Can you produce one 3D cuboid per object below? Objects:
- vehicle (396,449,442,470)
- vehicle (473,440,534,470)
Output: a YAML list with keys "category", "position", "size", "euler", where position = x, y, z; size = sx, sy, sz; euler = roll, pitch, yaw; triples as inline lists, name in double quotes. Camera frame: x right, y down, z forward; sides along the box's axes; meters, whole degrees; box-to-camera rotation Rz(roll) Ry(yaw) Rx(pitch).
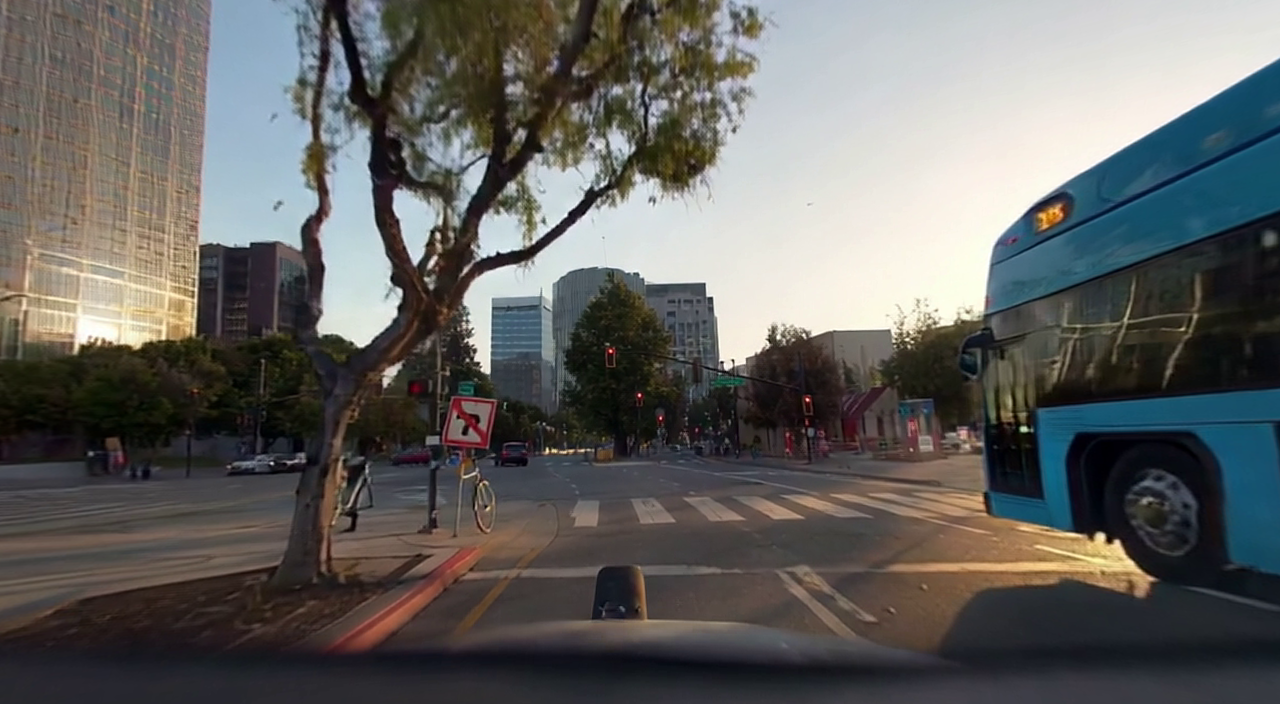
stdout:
- category: "vehicle"
  position: [-17.055, 8.248, 48.663]
  size: [2.036, 1.467, 3.979]
  euler: [7, -11, -39]
- category: "vehicle"
  position: [-7.700, 5.756, 35.437]
  size: [2.123, 1.544, 4.158]
  euler: [5, -10, -30]
